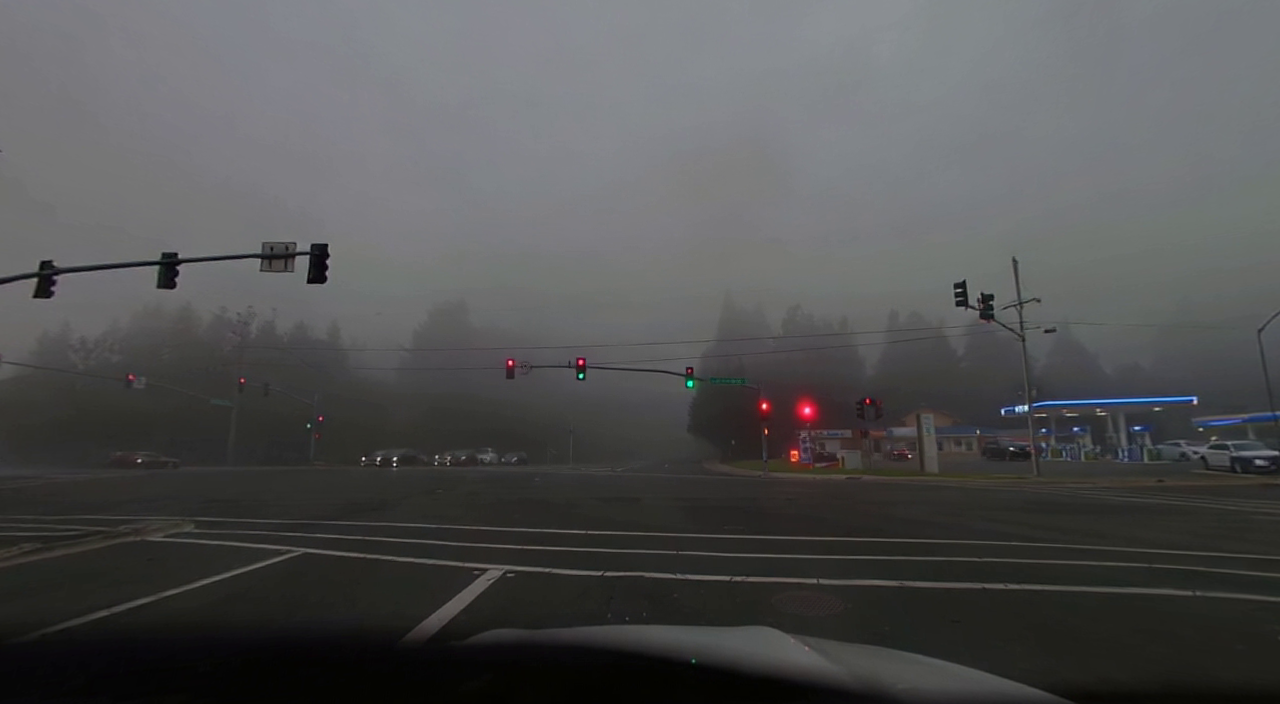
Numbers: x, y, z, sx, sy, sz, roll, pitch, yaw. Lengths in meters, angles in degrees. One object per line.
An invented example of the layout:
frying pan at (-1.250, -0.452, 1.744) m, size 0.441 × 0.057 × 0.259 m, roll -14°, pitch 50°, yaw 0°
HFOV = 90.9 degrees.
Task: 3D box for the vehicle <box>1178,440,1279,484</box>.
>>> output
vehicle at (22.101, 3.779, 21.828) m, size 4.716 × 1.455 × 2.060 m, roll -3°, pitch -9°, yaw 17°
